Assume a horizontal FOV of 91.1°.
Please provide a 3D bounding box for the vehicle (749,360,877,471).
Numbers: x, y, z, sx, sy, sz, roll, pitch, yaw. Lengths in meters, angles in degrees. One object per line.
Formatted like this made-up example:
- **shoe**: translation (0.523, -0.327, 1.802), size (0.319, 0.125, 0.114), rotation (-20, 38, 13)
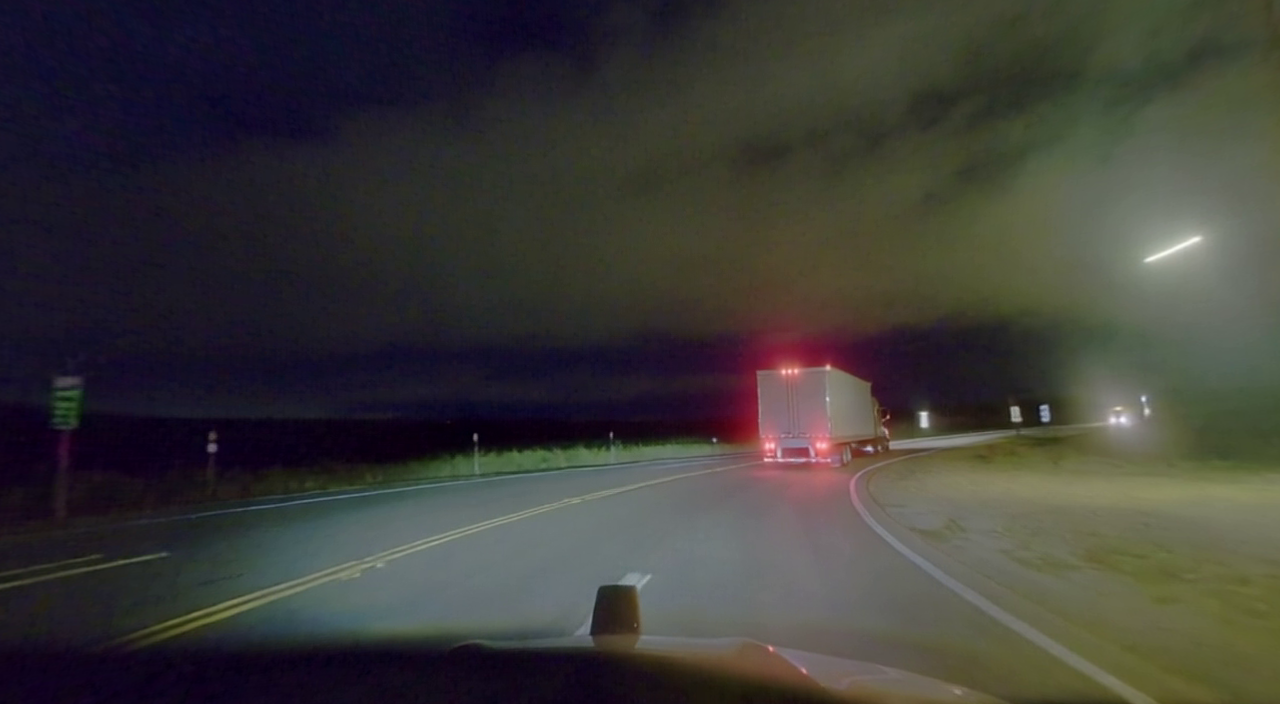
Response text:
- **vehicle**: translation (7.625, 2.819, 26.299), size (2.837, 3.712, 10.484), rotation (-4, -9, 27)
